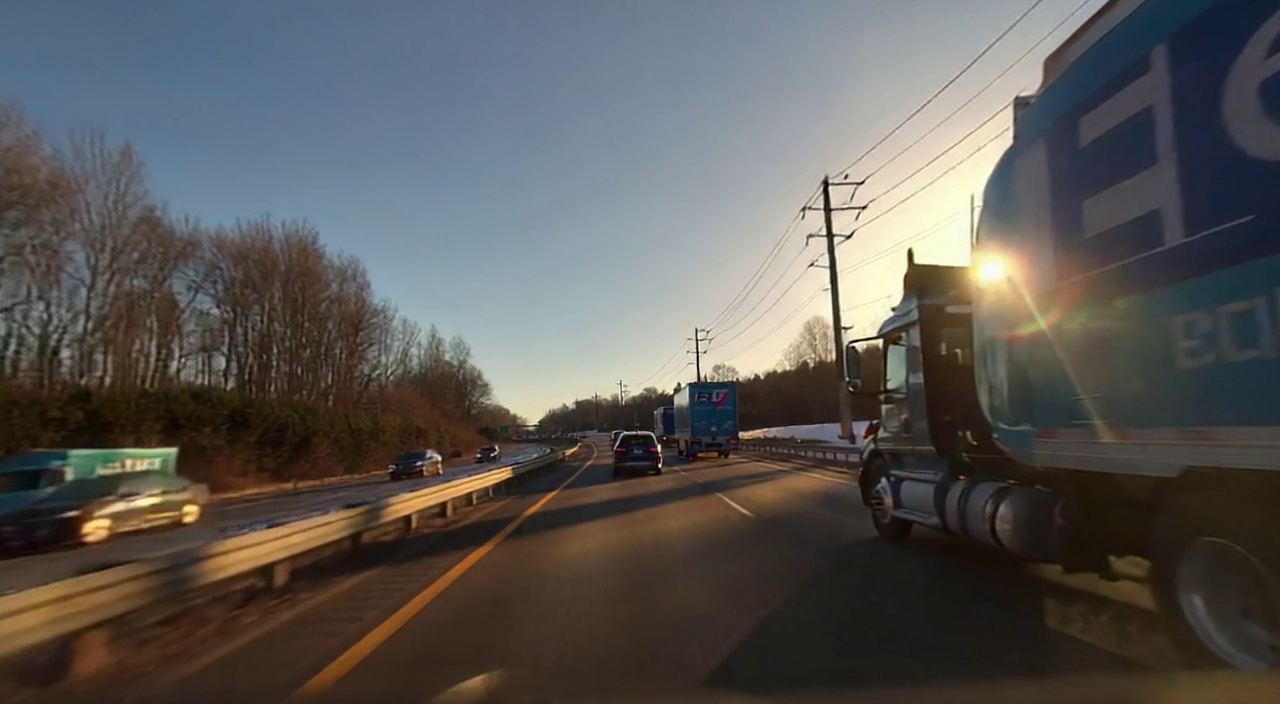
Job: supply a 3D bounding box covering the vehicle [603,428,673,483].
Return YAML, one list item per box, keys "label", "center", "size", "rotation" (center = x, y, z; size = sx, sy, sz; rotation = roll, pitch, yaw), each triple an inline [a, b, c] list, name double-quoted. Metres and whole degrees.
- label: "vehicle"
  center: [-0.128, 3.297, 20.394]
  size: [2.062, 1.581, 3.914]
  rotation: [0, -8, -2]

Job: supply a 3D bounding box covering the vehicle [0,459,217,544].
- label: "vehicle"
  center: [-12.760, 3.513, 15.388]
  size: [2.066, 1.614, 4.246]
  rotation: [0, -8, -4]

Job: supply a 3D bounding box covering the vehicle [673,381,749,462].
- label: "vehicle"
  center: [3.615, 3.943, 34.613]
  size: [2.835, 3.872, 8.916]
  rotation: [0, -8, -2]
